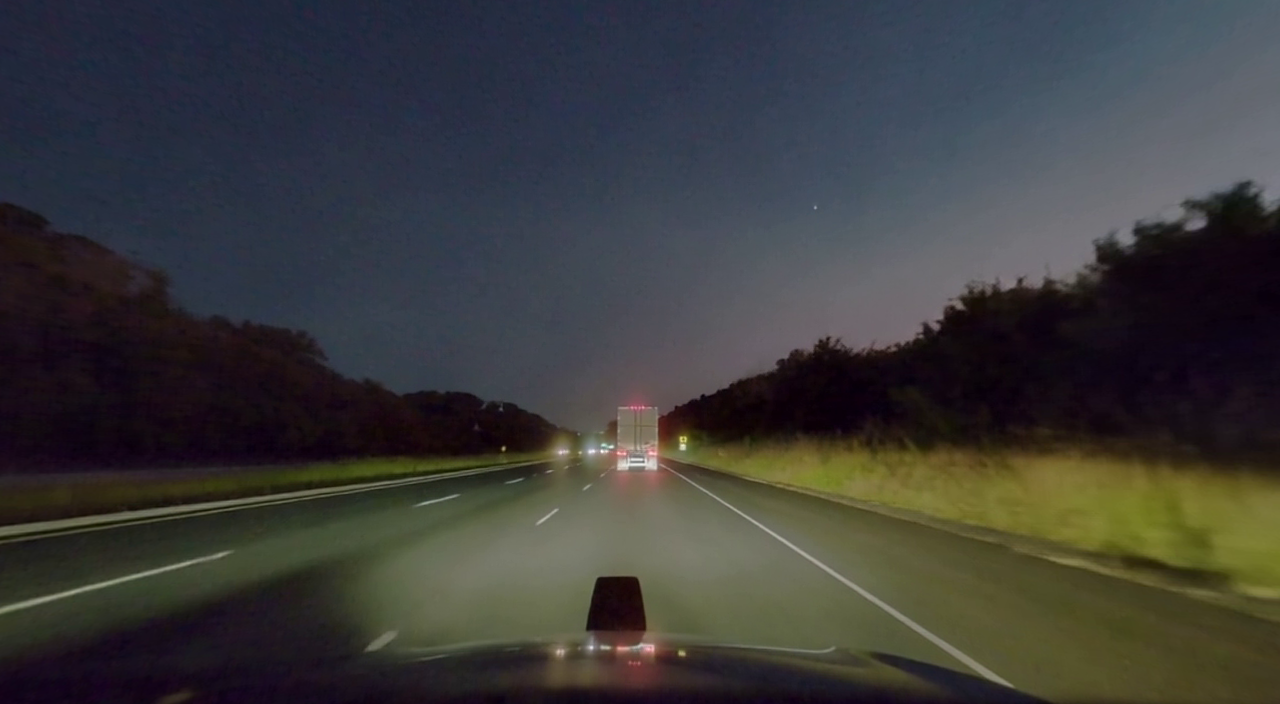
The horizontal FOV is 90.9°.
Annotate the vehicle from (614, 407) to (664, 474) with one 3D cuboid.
[{"bbox_3d":[-0.092,6.129,42.992,2.982,3.947,11.075,0,-9,0],"label":"vehicle"}]
